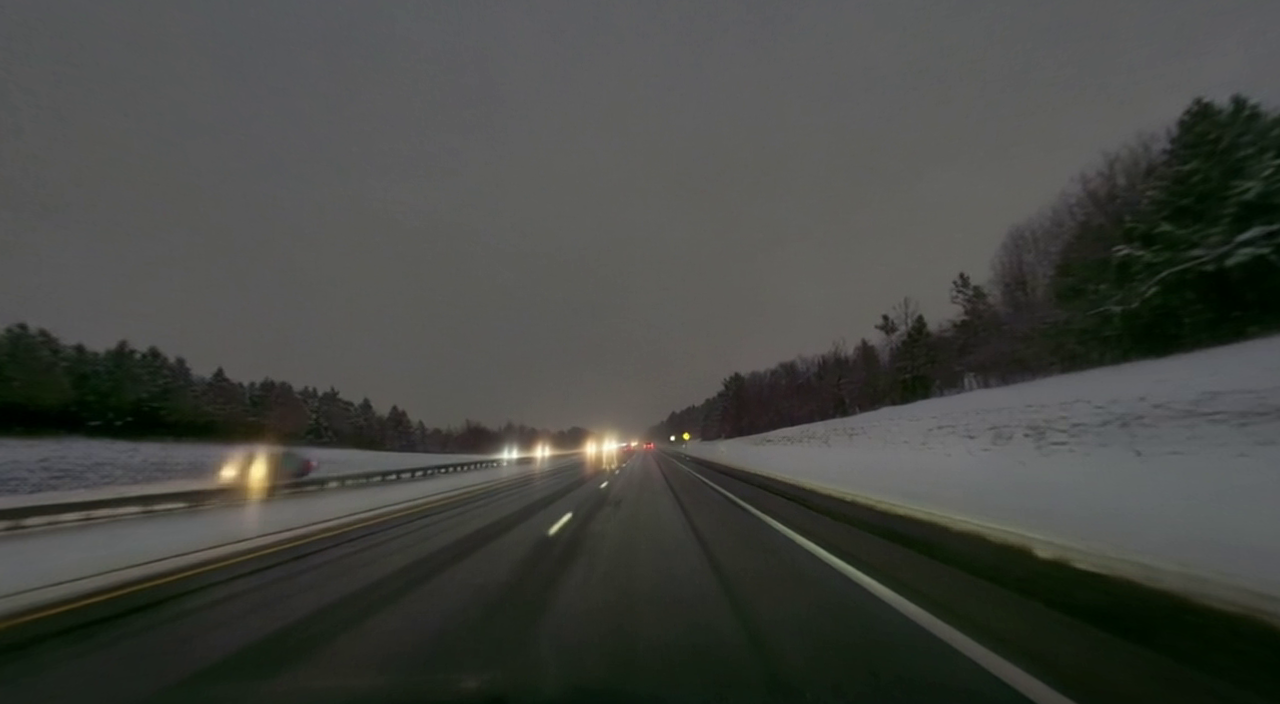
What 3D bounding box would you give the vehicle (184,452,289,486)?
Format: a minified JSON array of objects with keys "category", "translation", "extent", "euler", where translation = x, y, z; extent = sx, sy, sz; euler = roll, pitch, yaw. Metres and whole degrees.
[{"category":"vehicle","translation":[-19.183,5.560,30.261],"extent":[1.945,1.447,4.528],"euler":[0,-8,1]}]
